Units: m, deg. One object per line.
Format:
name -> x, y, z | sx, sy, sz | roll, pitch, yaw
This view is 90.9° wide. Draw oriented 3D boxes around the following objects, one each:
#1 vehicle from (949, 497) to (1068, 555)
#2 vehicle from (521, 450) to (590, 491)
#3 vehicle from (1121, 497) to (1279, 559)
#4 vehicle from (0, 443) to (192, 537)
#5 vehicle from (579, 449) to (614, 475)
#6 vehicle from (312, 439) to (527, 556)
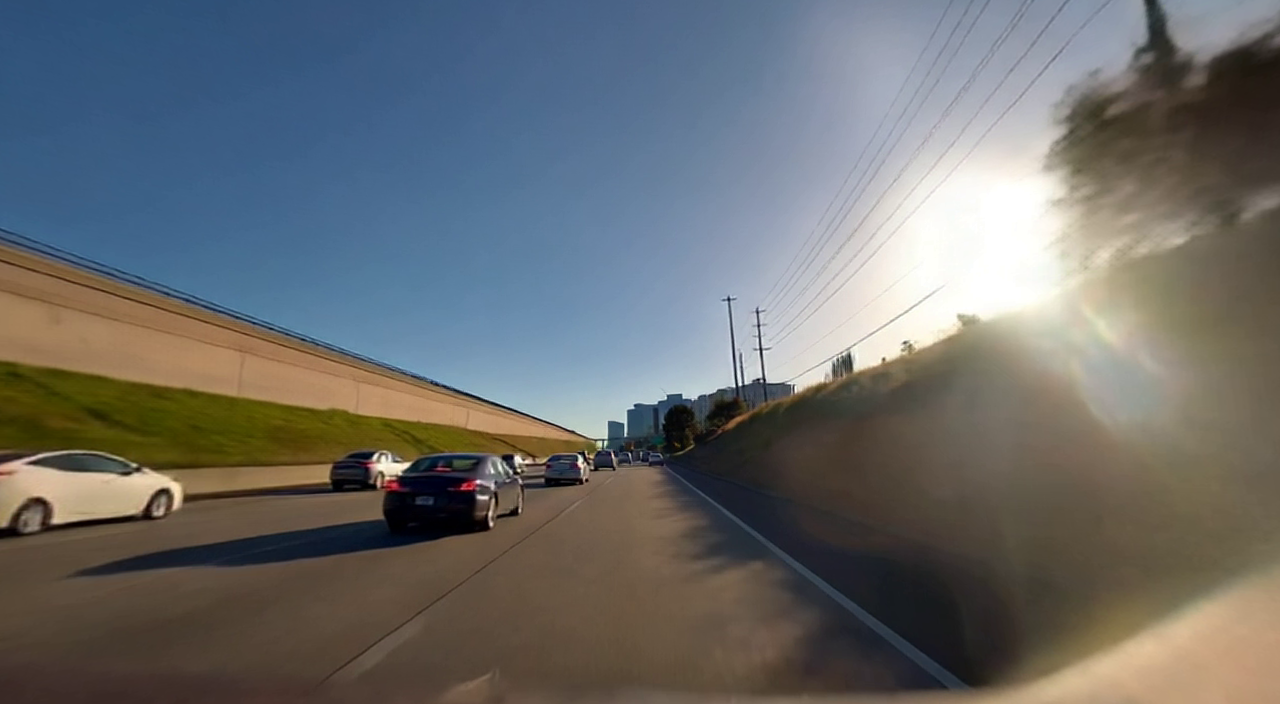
vehicle -> 13.065, 6.151, 22.639 | 1.853, 1.586, 3.727 | 1, -8, -3
vehicle -> -3.272, 4.683, 25.325 | 2.056, 1.449, 4.330 | 0, -8, 2
vehicle -> 21.365, 6.610, 24.123 | 1.941, 1.715, 4.868 | 1, -8, -2
vehicle -> -11.083, 2.522, 12.164 | 1.981, 1.484, 3.827 | 0, -8, 1
vehicle -> -3.009, 7.691, 44.344 | 2.052, 1.731, 4.372 | 0, -8, 2
vehicle -> -3.281, 2.226, 10.444 | 1.939, 1.511, 4.246 | 0, -8, 1
